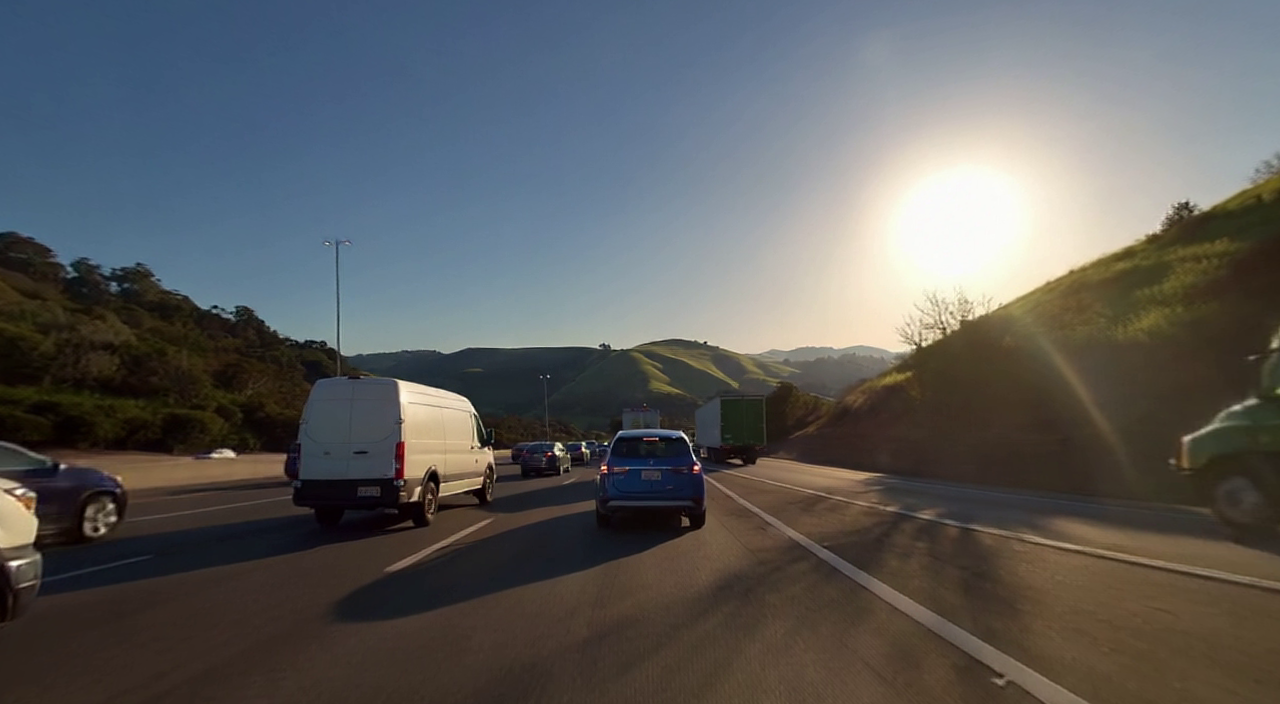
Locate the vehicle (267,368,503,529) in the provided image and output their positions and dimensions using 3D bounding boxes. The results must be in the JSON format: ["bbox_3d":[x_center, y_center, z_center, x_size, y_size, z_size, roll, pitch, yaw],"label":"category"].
[{"bbox_3d":[-4.647,1.933,12.867,2.300,2.522,5.701,0,-8,1],"label":"vehicle"}]

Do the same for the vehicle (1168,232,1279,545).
[{"bbox_3d":[11.132,-0.106,4.299,2.977,3.878,11.111,3,-9,-23],"label":"vehicle"}]

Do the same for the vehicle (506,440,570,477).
[{"bbox_3d":[-4.422,4.679,28.004,2.007,1.457,4.447,0,-8,1],"label":"vehicle"}]

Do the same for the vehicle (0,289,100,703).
[{"bbox_3d":[-4.283,0.415,0.877,2.195,2.086,5.445,0,-8,0],"label":"vehicle"}]

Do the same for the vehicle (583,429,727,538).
[{"bbox_3d":[0.166,2.128,10.834,2.003,1.499,3.930,0,-8,-1],"label":"vehicle"}]

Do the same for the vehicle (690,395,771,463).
[{"bbox_3d":[6.334,6.038,47.807,2.989,4.277,16.586,0,-8,-3],"label":"vehicle"}]
